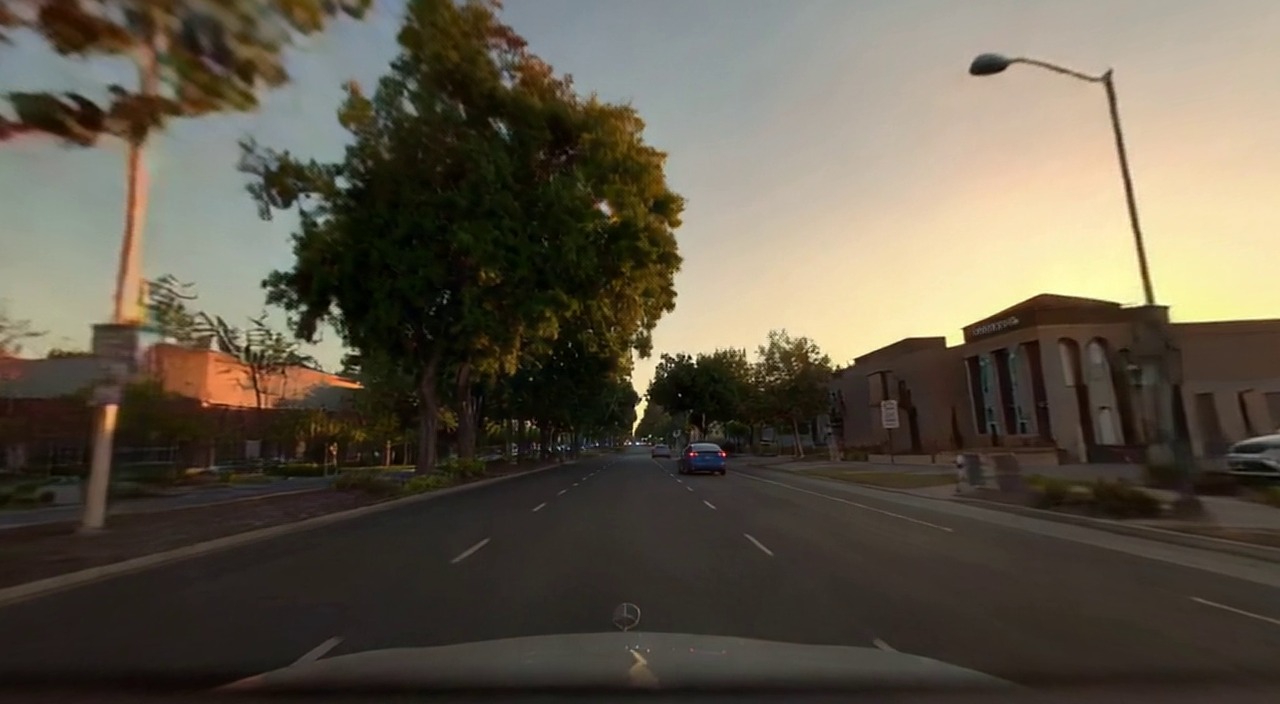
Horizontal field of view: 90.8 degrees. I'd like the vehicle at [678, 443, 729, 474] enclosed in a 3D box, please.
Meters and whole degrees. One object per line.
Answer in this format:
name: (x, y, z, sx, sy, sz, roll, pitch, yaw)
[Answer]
vehicle: (3.196, 5.462, 32.678, 2.033, 1.482, 4.571, 0, -8, -2)
